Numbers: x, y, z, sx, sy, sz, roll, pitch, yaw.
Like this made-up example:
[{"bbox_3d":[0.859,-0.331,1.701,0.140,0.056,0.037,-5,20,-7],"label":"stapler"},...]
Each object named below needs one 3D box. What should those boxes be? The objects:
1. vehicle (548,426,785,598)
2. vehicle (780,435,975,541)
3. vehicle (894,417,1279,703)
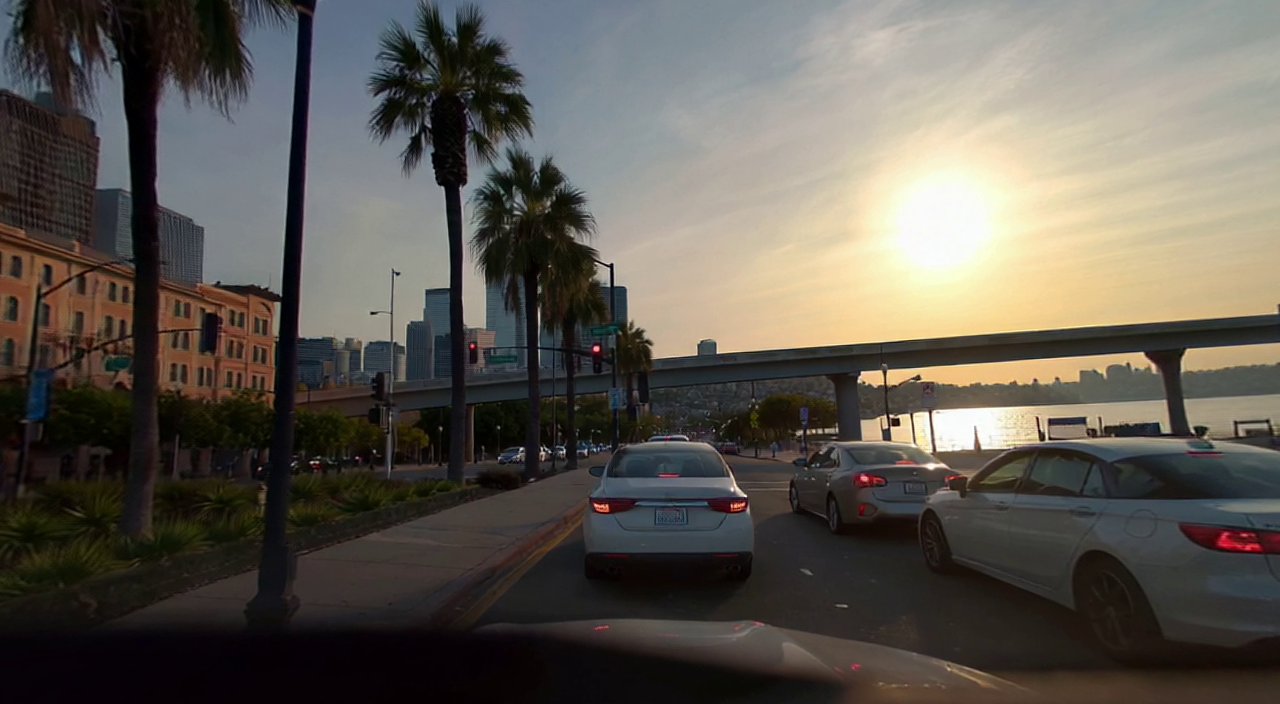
[{"bbox_3d":[0.262,1.705,7.499,2.093,1.503,3.681,0,-9,1],"label":"vehicle"},{"bbox_3d":[3.888,2.290,11.302,1.920,1.490,4.417,-1,-9,2],"label":"vehicle"},{"bbox_3d":[3.915,1.364,5.089,1.913,1.469,4.425,0,-9,0],"label":"vehicle"}]
